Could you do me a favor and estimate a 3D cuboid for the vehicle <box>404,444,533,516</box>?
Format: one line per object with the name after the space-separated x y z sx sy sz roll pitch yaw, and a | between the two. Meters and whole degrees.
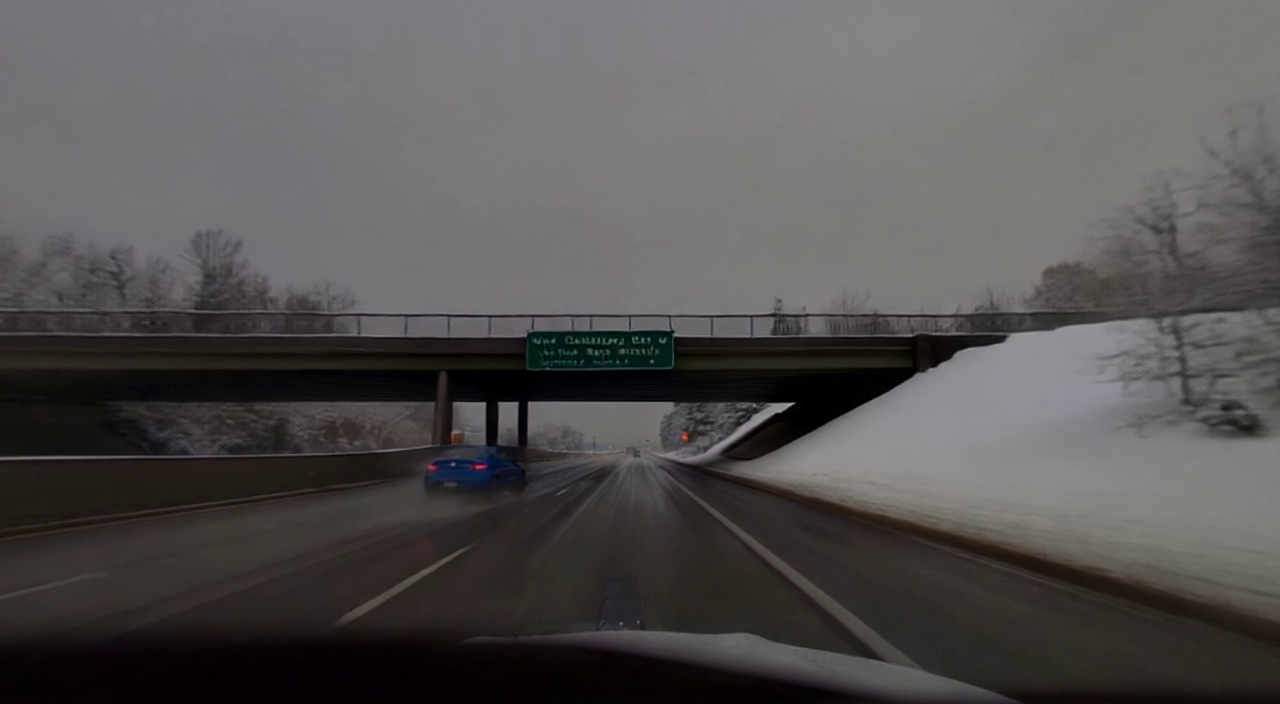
-3.992 3.048 15.502 1.992 1.504 4.117 0 -9 0 | vehicle
